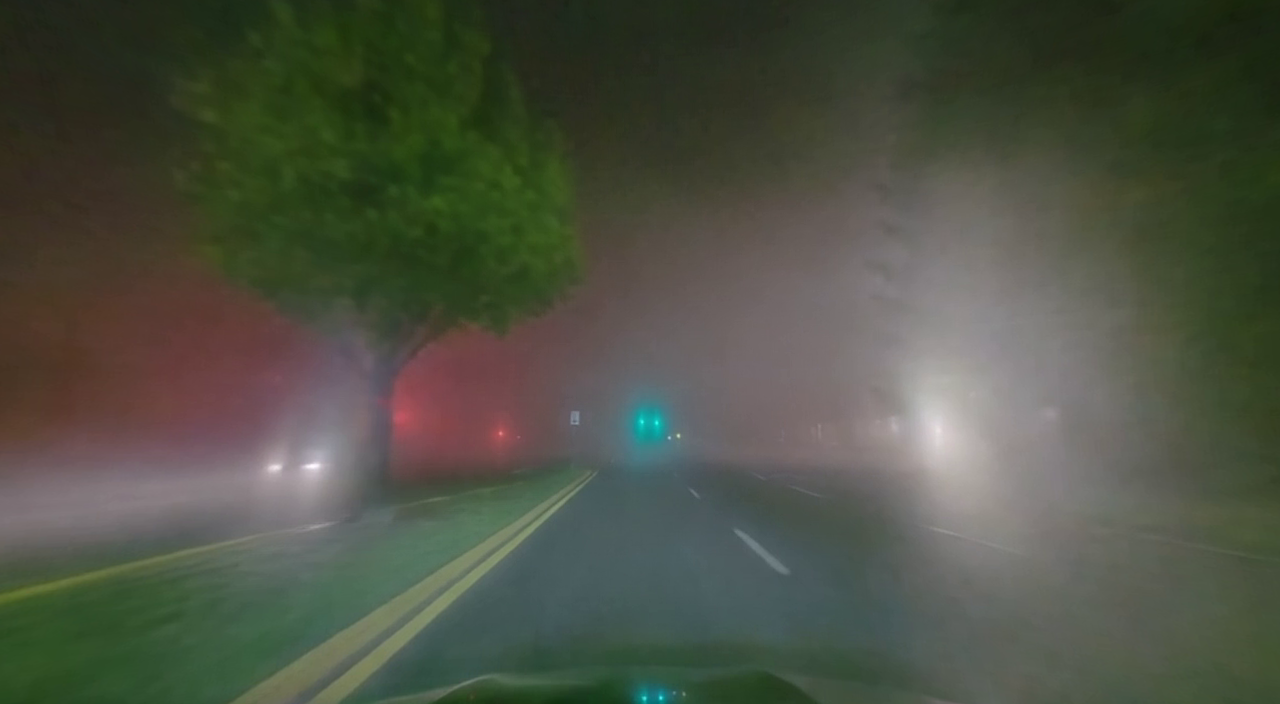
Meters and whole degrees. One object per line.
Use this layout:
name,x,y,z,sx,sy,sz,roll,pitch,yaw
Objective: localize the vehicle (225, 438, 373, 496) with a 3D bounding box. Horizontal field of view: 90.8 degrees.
vehicle,-10.576,3.595,20.175,1.916,1.593,5.012,0,-8,0
